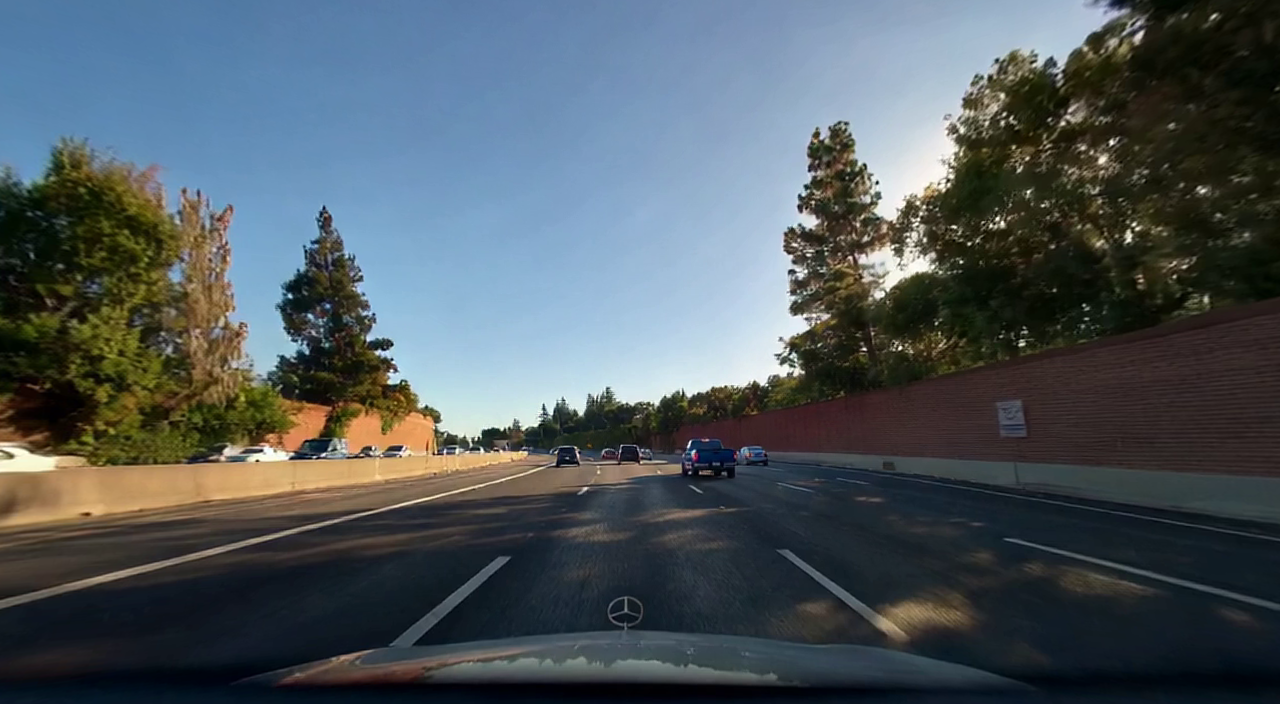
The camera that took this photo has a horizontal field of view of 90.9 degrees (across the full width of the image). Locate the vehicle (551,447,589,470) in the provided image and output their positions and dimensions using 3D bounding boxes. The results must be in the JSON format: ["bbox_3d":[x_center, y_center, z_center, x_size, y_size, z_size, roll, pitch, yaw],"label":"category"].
[{"bbox_3d":[-4.926,7.539,45.090,2.411,1.509,4.641,0,-8,-3],"label":"vehicle"}]

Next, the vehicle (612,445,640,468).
[{"bbox_3d":[-1.098,7.863,47.690,2.050,1.607,3.821,0,-8,-3],"label":"vehicle"}]

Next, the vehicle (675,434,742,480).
[{"bbox_3d":[3.143,4.987,30.299,2.374,1.952,5.431,0,-8,-3],"label":"vehicle"}]

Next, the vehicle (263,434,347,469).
[{"bbox_3d":[-18.165,5.408,34.482,2.110,1.792,4.738,0,-8,-2],"label":"vehicle"}]

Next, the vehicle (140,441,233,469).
[{"bbox_3d":[-26.135,5.947,36.579,1.966,1.484,4.897,0,-8,-3],"label":"vehicle"}]

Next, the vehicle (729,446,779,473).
[{"bbox_3d":[6.944,6.569,38.790,1.976,1.485,4.925,0,-8,-2],"label":"vehicle"}]
